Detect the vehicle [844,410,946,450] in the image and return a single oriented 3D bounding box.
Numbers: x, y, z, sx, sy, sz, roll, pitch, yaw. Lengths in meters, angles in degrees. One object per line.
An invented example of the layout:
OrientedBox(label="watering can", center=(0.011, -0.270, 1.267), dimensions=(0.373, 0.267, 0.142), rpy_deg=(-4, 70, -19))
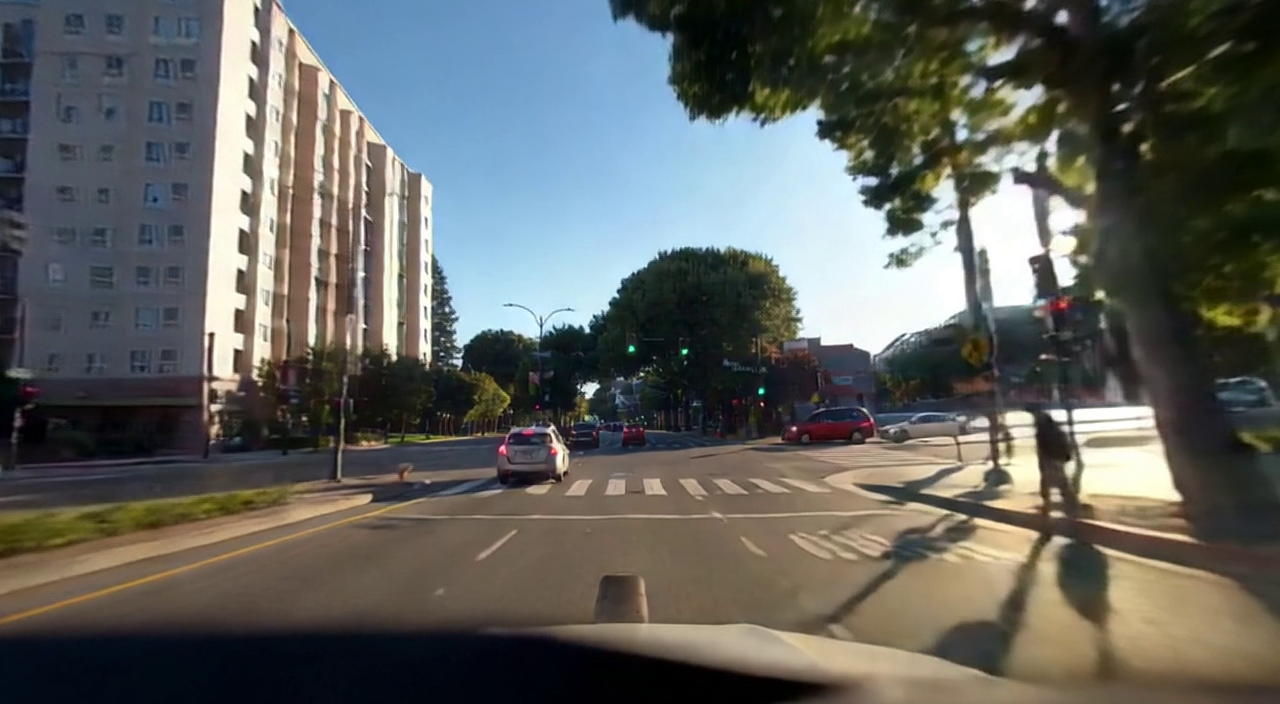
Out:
OrientedBox(label="vehicle", center=(13.112, 4.021, 32.702), dimensions=(4.328, 1.742, 1.942), rpy_deg=(-3, -6, -1))

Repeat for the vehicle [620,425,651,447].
OrientedBox(label="vehicle", center=(-0.336, 5.977, 44.635), dimensions=(2.095, 1.438, 3.843), rpy_deg=(0, -9, -1))

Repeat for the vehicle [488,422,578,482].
OrientedBox(label="vehicle", center=(-3.326, 3.256, 20.640), dimensions=(2.116, 1.725, 4.315), rpy_deg=(0, -9, 1))

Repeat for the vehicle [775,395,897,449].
OrientedBox(label="vehicle", center=(11.704, 4.262, 38.098), dimensions=(6.233, 2.668, 2.627), rpy_deg=(-4, -8, -3))

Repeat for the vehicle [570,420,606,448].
OrientedBox(label="vehicle", center=(-3.569, 5.758, 44.069), dimensions=(2.152, 1.802, 4.628), rpy_deg=(0, -9, 0))
